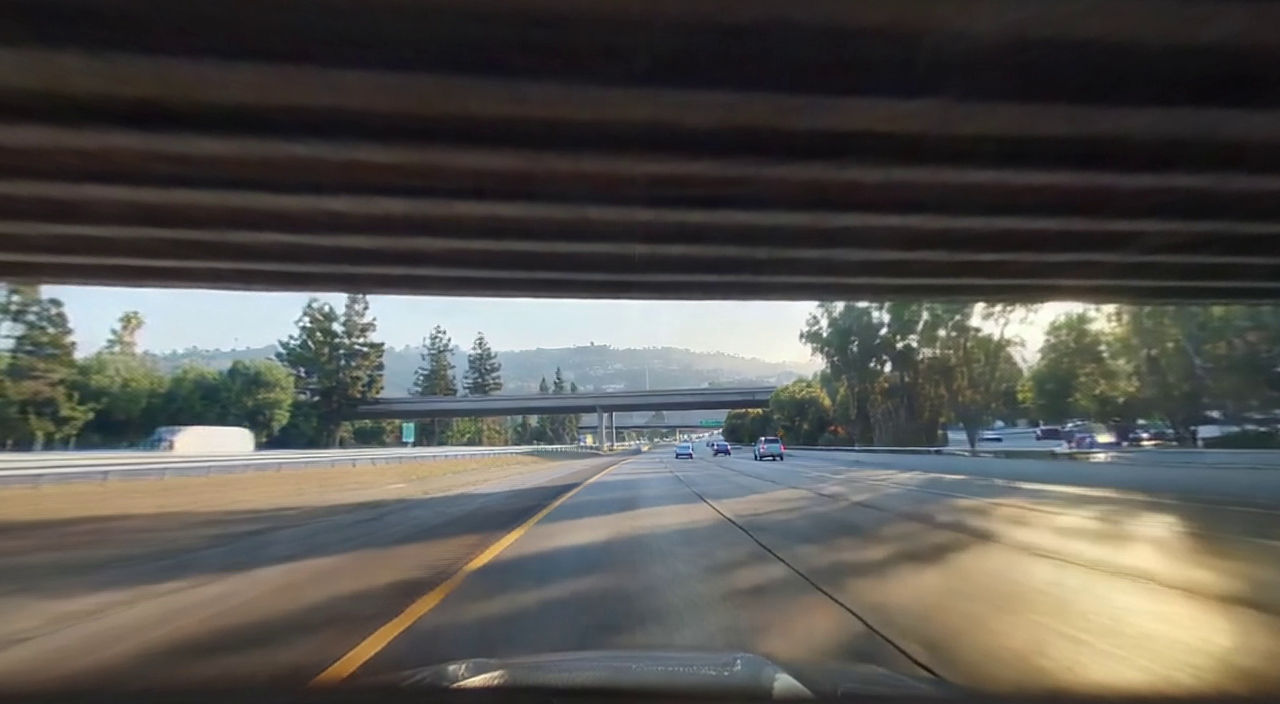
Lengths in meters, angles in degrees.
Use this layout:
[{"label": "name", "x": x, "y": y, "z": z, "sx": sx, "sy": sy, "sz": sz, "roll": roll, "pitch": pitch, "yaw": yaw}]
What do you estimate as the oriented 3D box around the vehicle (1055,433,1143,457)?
[{"label": "vehicle", "x": 29.607, "y": 6.042, "z": 40.969, "sx": 1.967, "sy": 1.491, "sz": 4.970, "roll": 0, "pitch": -9, "yaw": 0}]
